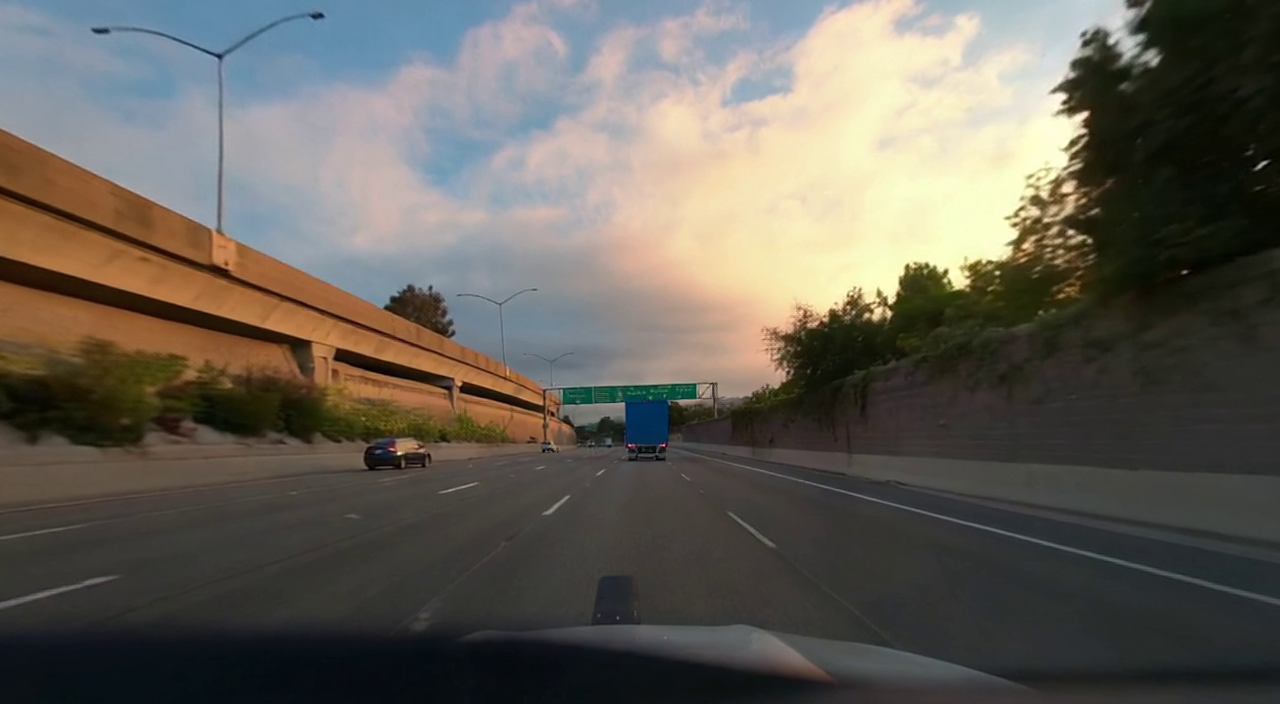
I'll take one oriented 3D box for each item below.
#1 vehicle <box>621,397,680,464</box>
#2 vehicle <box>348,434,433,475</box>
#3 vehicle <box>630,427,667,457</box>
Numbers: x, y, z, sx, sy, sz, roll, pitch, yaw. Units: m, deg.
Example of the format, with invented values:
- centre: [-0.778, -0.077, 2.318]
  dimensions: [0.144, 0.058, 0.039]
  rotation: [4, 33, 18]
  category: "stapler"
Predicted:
- centre: [0.399, 5.195, 40.664]
  dimensions: [3.233, 3.678, 11.032]
  rotation: [0, -9, -2]
  category: "vehicle"
- centre: [-10.508, 4.343, 26.936]
  dimensions: [1.919, 1.625, 4.183]
  rotation: [0, -8, 0]
  category: "vehicle"
- centre: [0.436, 5.346, 37.452]
  dimensions: [2.052, 1.666, 4.358]
  rotation: [0, -9, 0]
  category: "vehicle"
